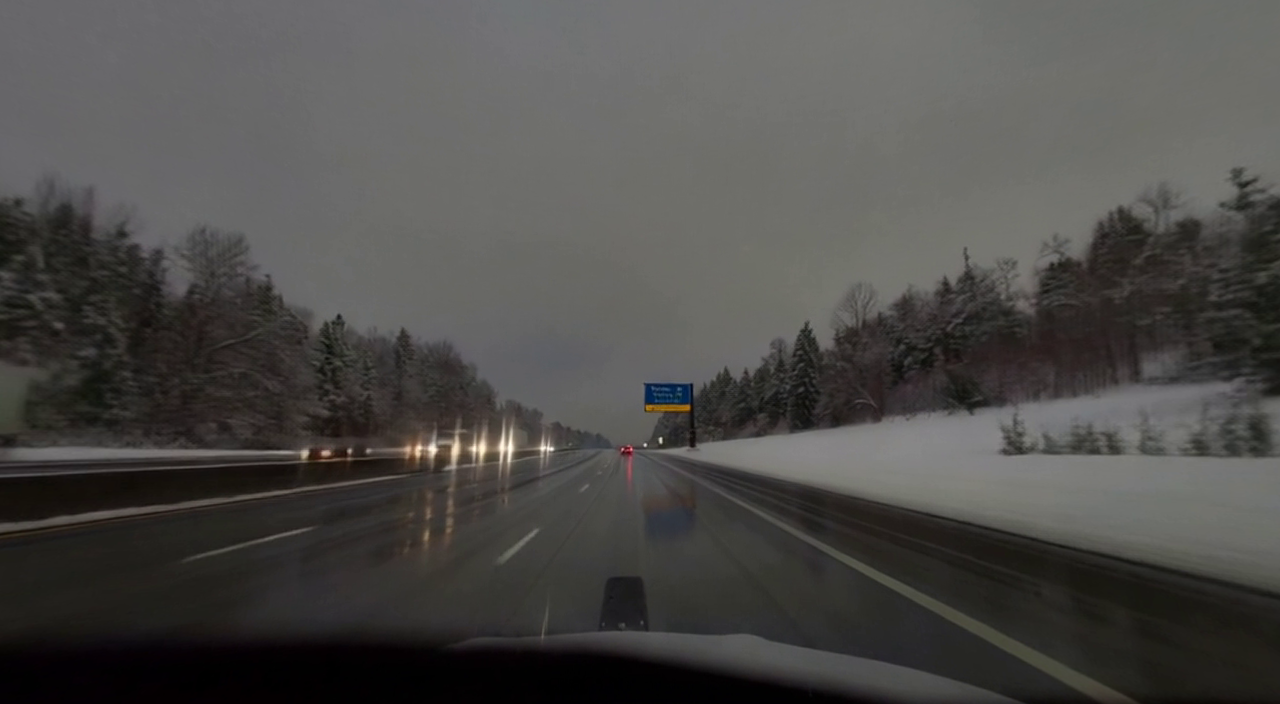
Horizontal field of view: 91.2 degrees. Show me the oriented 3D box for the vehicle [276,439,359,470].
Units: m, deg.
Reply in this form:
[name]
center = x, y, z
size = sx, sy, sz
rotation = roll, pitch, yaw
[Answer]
[vehicle]
center = -17.022, 5.416, 33.402
size = 1.932, 1.516, 4.694
rotation = 0, -9, 0
